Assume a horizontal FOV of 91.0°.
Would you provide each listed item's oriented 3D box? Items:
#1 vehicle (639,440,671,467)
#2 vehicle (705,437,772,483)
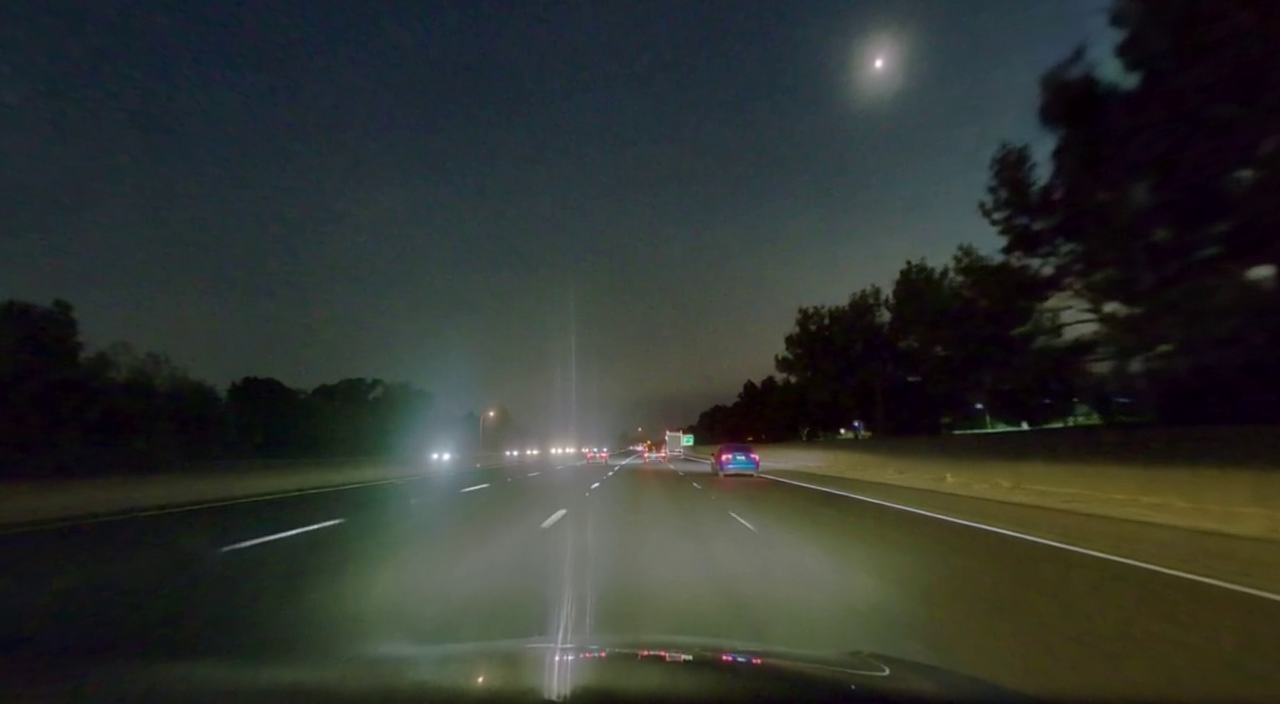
[{"bbox_3d":[1.053,7.375,45.933,2.205,1.785,4.423,0,-9,0],"label":"vehicle"},{"bbox_3d":[3.976,4.426,26.115,2.082,1.720,4.393,0,-9,0],"label":"vehicle"}]
